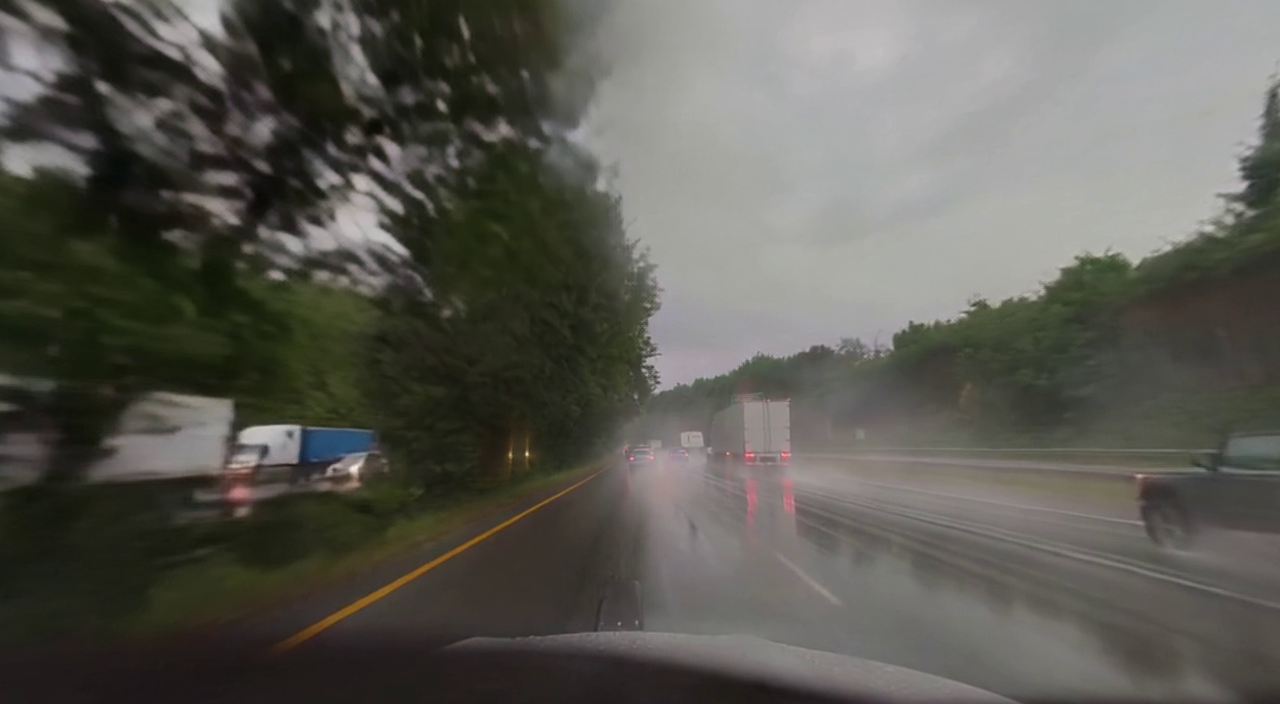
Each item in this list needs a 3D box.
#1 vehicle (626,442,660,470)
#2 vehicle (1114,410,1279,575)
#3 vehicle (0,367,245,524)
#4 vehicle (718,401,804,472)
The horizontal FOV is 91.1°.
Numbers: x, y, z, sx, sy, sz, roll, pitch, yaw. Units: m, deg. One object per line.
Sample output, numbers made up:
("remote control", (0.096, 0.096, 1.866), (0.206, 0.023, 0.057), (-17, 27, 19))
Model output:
("vehicle", (0.178, 6.880, 41.802), (2.114, 1.706, 4.106), (0, -9, 0))
("vehicle", (7.430, 1.363, 6.031), (2.011, 1.638, 4.737), (0, -9, -1))
("vehicle", (-16.977, 3.034, 20.422), (2.811, 4.030, 8.188), (0, -9, 0))
("vehicle", (7.874, 5.933, 43.450), (3.044, 4.073, 14.016), (0, -9, 0))
